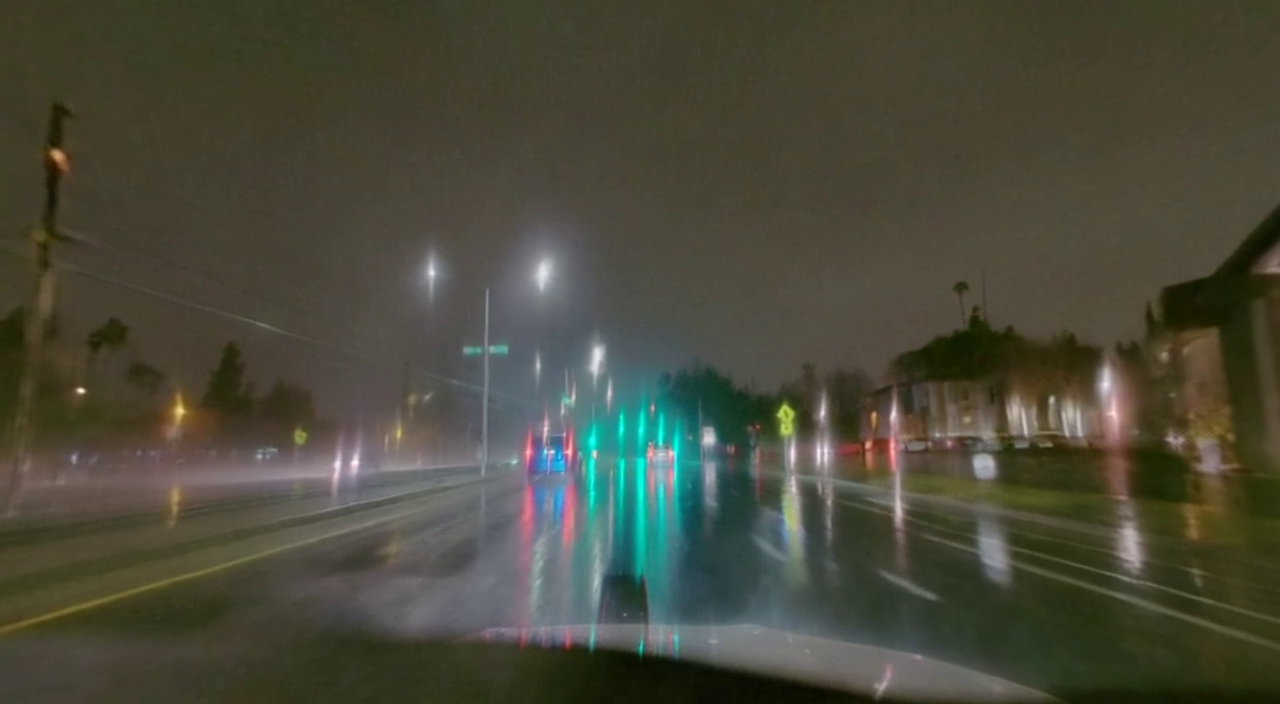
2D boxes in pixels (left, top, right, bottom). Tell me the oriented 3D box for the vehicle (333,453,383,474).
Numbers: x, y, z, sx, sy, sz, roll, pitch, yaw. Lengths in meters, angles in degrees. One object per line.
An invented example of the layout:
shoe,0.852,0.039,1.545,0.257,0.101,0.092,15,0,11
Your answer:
vehicle,-22.033,8.701,49.411,1.848,1.498,4.270,0,-8,1

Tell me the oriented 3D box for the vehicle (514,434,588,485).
vehicle,-3.385,4.171,24.845,2.150,1.812,4.423,0,-8,1
